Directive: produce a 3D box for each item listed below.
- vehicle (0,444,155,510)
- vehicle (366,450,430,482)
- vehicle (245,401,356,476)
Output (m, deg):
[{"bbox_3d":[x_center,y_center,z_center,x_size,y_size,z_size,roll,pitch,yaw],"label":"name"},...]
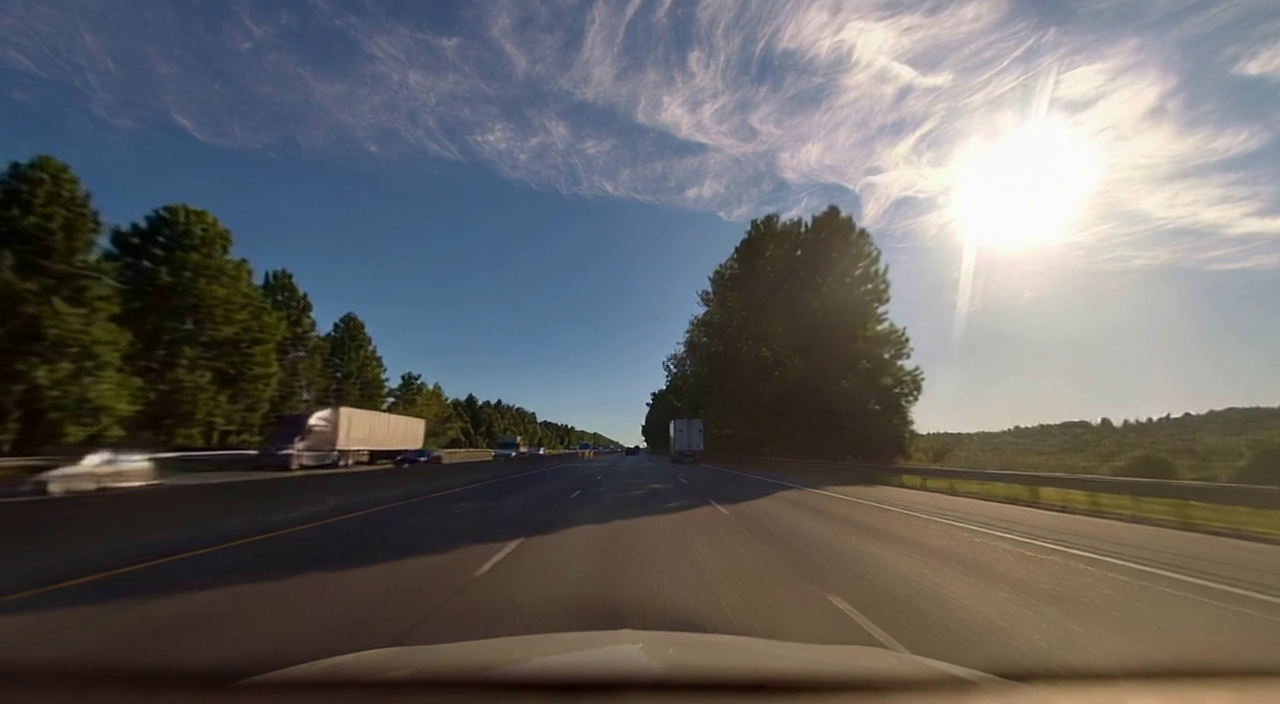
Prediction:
[{"bbox_3d":[-16.334,3.418,17.685,1.977,1.586,4.324,0,-9,0],"label":"vehicle"},{"bbox_3d":[-11.588,5.462,30.404,1.719,1.414,3.544,0,-9,-1],"label":"vehicle"},{"bbox_3d":[-19.508,5.094,36.681,3.006,3.995,5.858,0,-9,0],"label":"vehicle"}]
